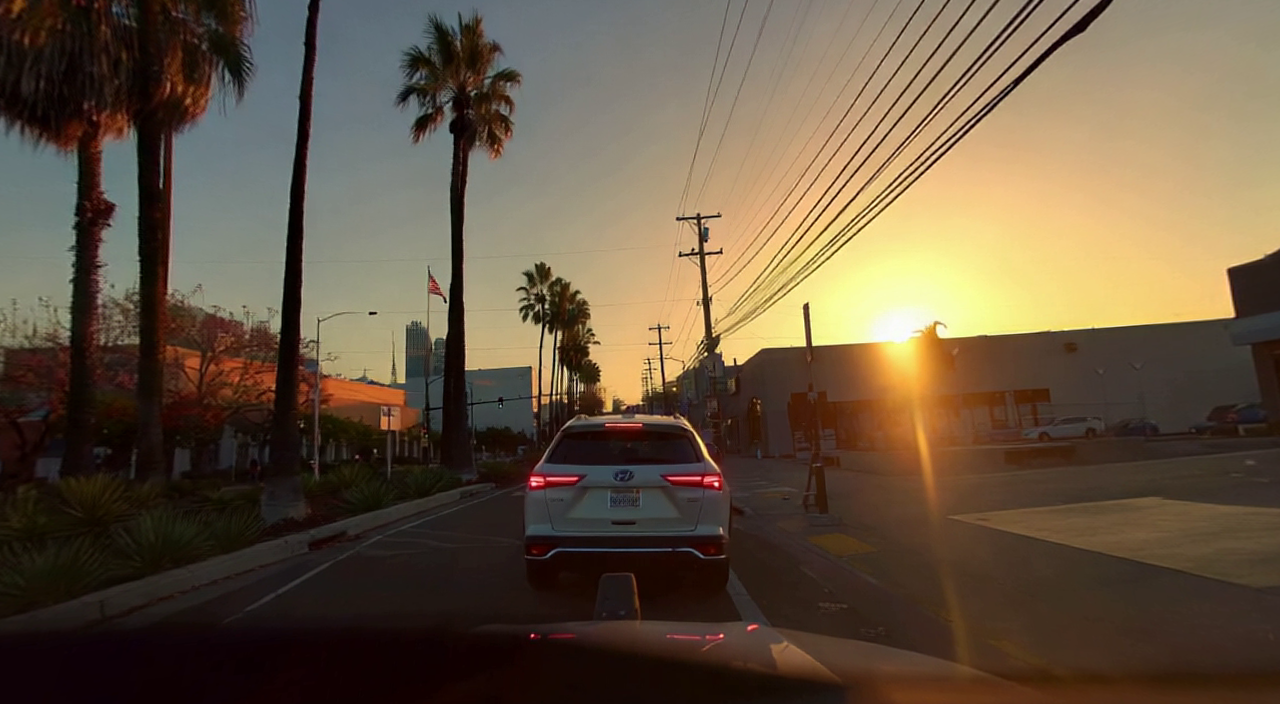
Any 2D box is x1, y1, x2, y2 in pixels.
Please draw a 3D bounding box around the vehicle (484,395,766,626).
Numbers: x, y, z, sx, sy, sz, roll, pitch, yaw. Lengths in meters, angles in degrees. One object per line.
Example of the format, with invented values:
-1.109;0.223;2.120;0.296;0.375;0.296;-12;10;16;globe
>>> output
-0.194;1.456;6.686;2.105;1.702;3.750;0;-8;-3;vehicle
